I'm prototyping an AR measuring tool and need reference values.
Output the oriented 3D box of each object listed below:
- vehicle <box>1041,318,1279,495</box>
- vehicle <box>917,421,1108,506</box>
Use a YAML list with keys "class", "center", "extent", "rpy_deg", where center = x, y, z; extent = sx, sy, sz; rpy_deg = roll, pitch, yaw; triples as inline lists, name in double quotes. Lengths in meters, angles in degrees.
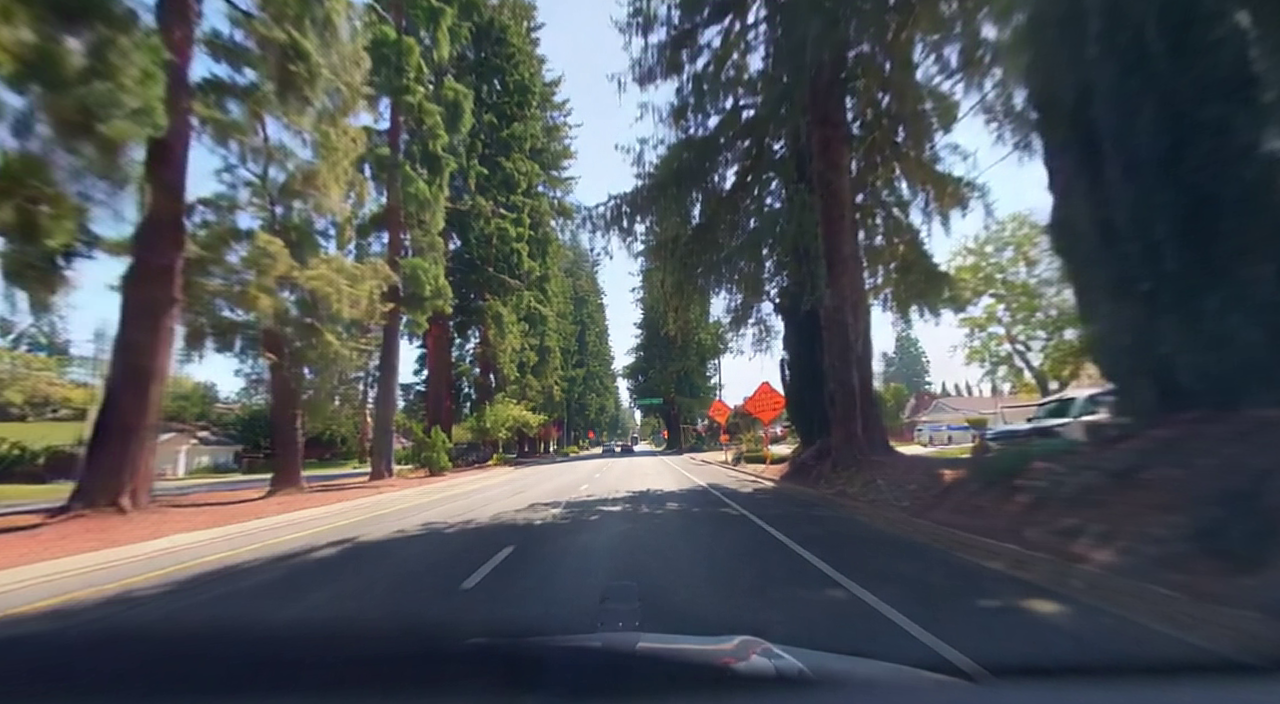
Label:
- class: "vehicle"
  center: [14.741, 1.569, 16.172]
  extent: [2.889, 3.610, 9.347]
  rpy_deg: [-1, -8, 1]
- class: "vehicle"
  center: [8.417, 2.514, 14.805]
  extent: [1.891, 1.548, 4.121]
  rpy_deg: [-5, -8, 0]
